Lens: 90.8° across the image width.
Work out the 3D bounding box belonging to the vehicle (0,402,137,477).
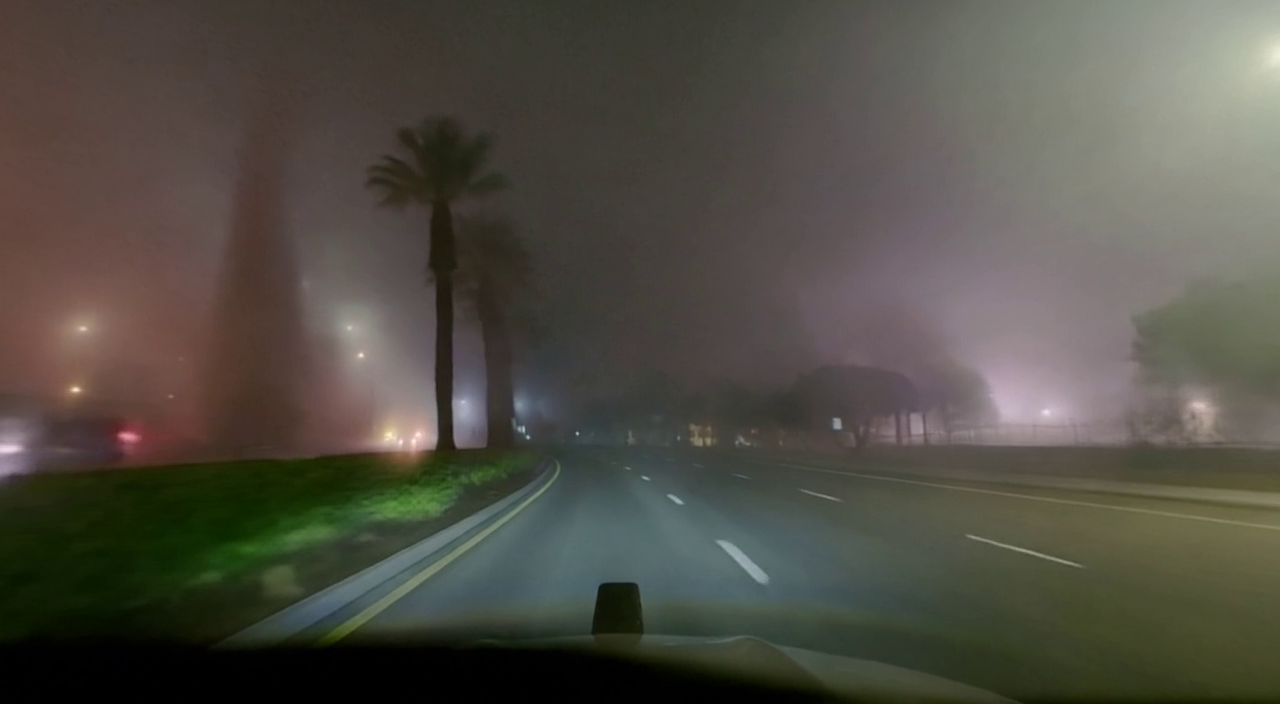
[{"bbox_3d":[-15.828,2.291,16.319,2.061,1.699,4.606,0,-9,-4],"label":"vehicle"}]
